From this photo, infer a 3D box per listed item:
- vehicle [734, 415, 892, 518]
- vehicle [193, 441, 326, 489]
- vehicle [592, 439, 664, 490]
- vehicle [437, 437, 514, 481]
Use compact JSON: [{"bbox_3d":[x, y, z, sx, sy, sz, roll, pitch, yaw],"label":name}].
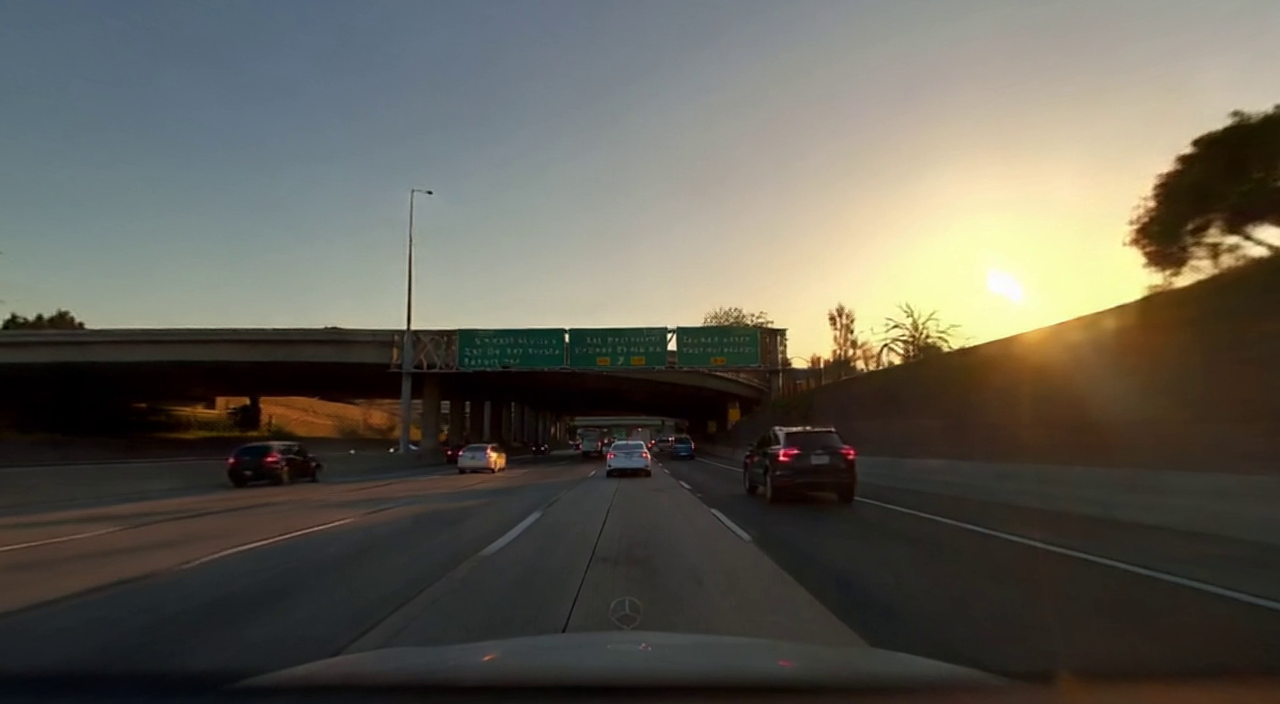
[{"bbox_3d":[3.351,2.315,13.204,2.001,1.771,4.250,0,-8,-1],"label":"vehicle"},{"bbox_3d":[-14.448,4.288,24.393,2.055,1.628,4.898,0,-8,1],"label":"vehicle"},{"bbox_3d":[-0.343,3.542,20.216,2.042,1.446,4.269,0,-8,0],"label":"vehicle"},{"bbox_3d":[-6.794,4.464,26.544,2.060,1.669,4.242,0,-8,0],"label":"vehicle"}]
